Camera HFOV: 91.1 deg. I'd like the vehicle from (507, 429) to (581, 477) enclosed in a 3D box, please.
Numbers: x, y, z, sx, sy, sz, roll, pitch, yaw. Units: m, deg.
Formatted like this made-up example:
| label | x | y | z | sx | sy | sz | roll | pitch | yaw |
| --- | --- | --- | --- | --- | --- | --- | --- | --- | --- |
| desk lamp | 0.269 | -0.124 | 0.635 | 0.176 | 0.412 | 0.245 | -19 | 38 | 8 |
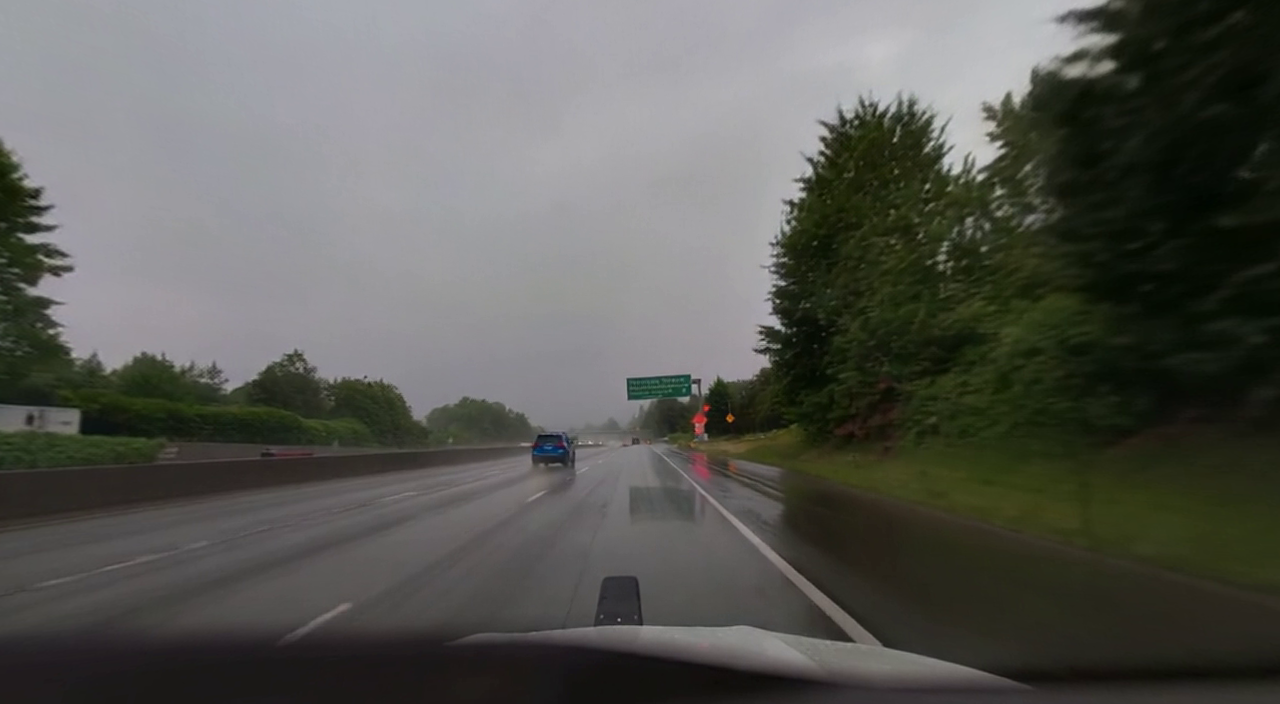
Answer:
| label | x | y | z | sx | sy | sz | roll | pitch | yaw |
| --- | --- | --- | --- | --- | --- | --- | --- | --- | --- |
| vehicle | -3.618 | 3.883 | 24.466 | 2.125 | 1.662 | 4.336 | -1 | -8 | 1 |
